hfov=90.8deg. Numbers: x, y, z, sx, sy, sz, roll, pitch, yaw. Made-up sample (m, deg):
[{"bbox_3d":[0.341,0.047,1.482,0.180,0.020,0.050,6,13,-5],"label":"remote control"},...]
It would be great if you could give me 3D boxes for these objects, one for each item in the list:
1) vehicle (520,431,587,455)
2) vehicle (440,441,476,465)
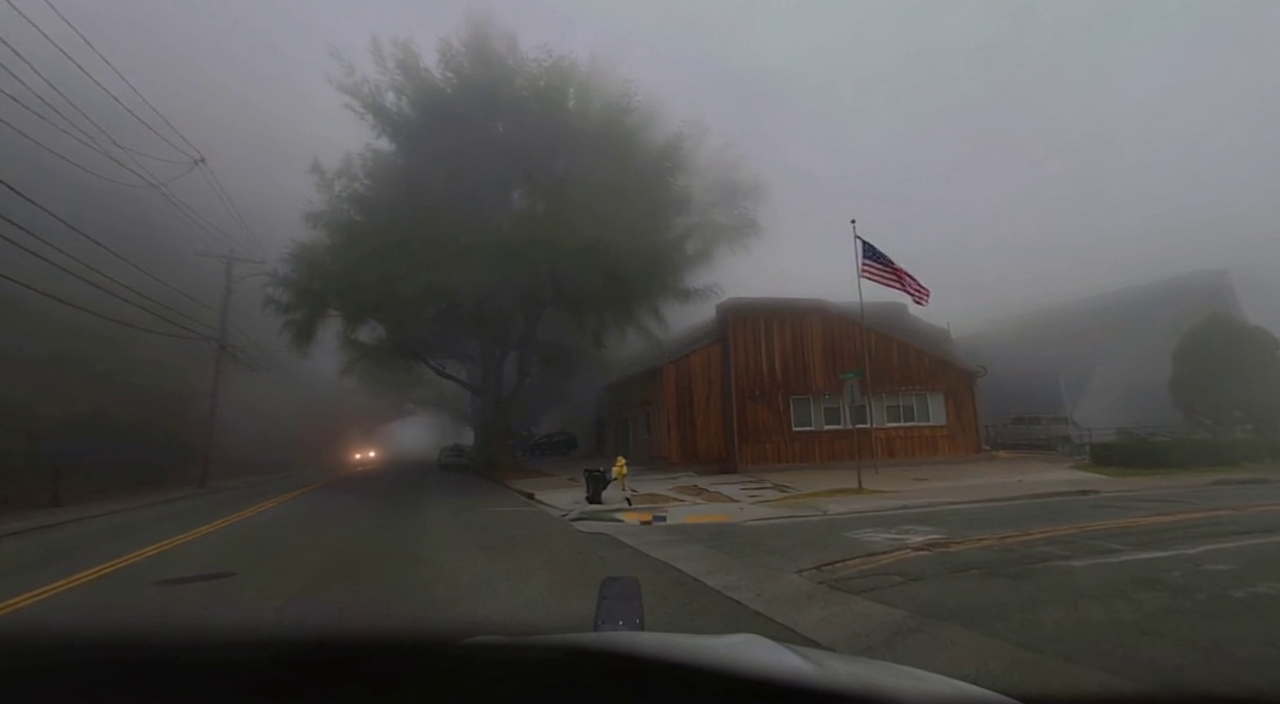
[{"bbox_3d":[-6.671,7.010,48.672,4.767,1.735,1.920,3,-9,-19],"label":"vehicle"},{"bbox_3d":[-11.882,6.544,41.111,1.941,1.460,4.206,3,-9,-19],"label":"vehicle"}]
